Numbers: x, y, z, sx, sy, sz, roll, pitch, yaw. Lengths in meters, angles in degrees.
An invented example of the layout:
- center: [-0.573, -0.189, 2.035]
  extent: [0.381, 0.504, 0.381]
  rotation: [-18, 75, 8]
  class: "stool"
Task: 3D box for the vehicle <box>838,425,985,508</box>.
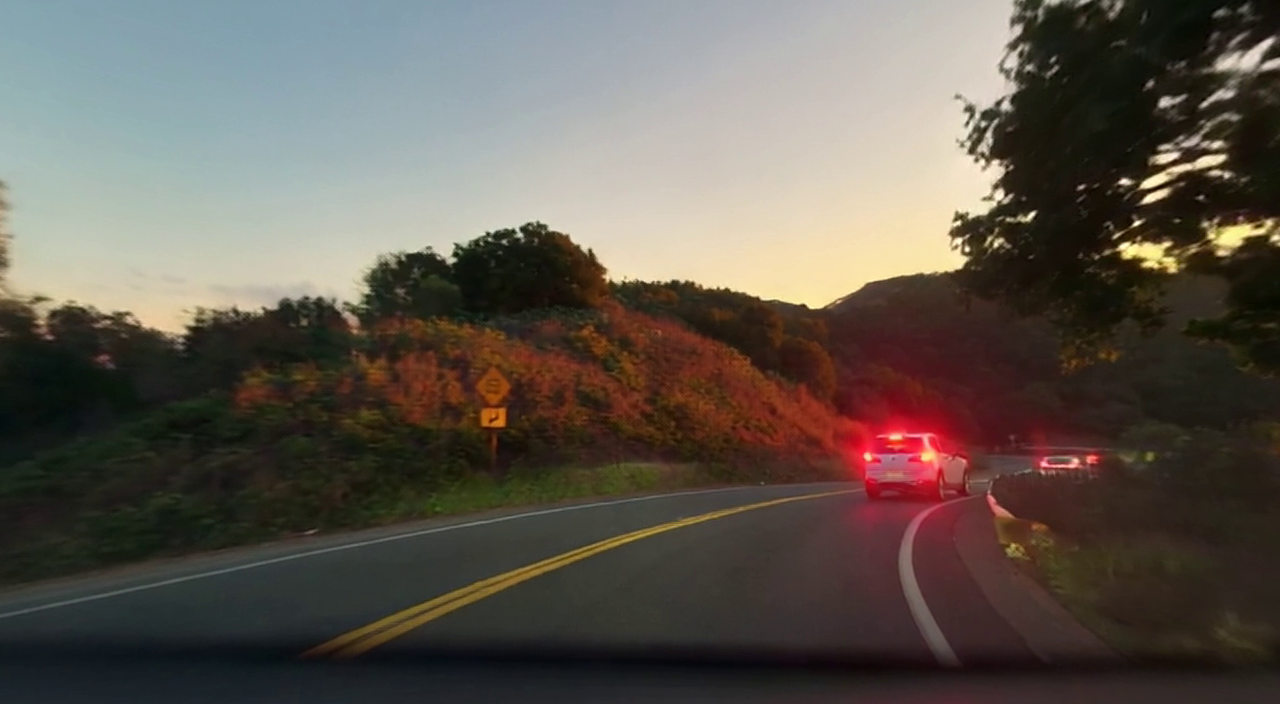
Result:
- center: [8.005, 3.202, 18.193]
  extent: [2.500, 1.961, 5.637]
  rotation: [-6, -11, 37]
  class: "vehicle"
